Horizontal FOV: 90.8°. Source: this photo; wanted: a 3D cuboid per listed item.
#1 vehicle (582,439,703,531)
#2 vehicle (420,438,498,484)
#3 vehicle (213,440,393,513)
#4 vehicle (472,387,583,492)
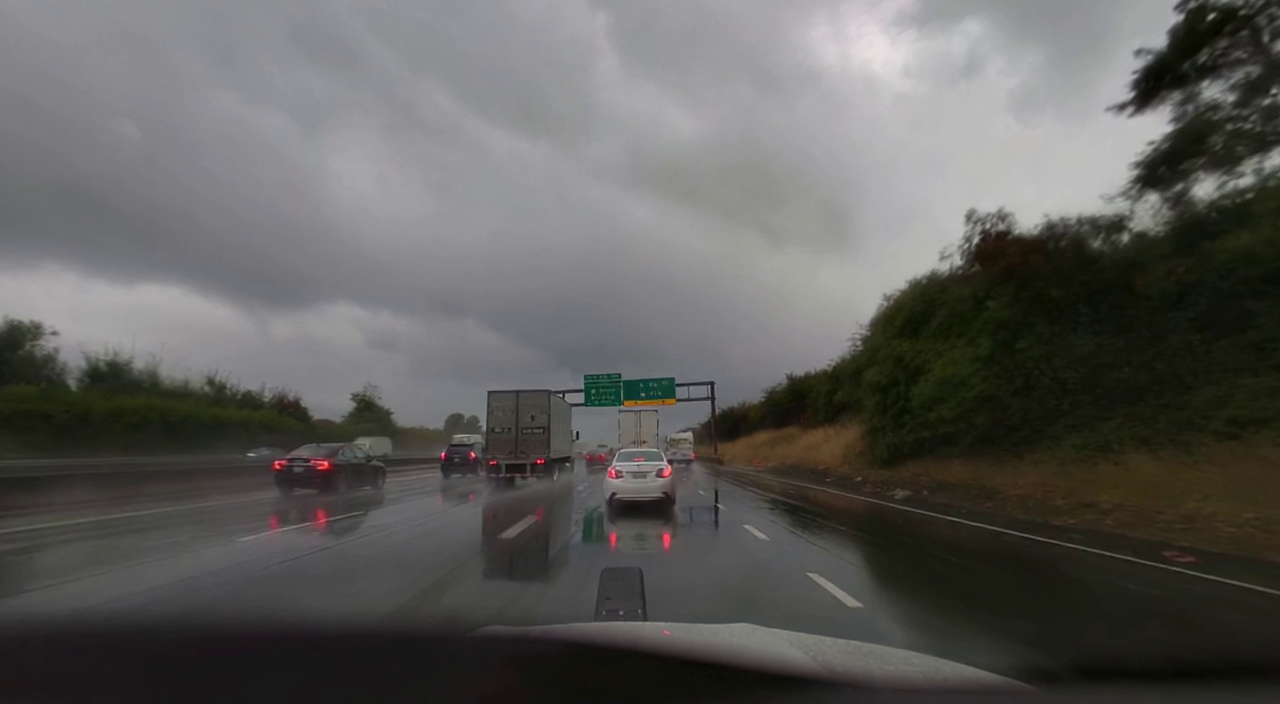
[{"bbox_3d":[0.010,2.472,12.229,1.995,1.495,3.380,0,-9,-1],"label":"vehicle"},{"bbox_3d":[-7.558,4.575,26.787,1.952,1.746,4.332,-1,-9,1],"label":"vehicle"},{"bbox_3d":[-8.037,2.994,15.690,1.879,1.521,4.623,-1,-9,1],"label":"vehicle"},{"bbox_3d":[-3.931,3.381,23.992,2.812,3.342,7.248,-1,-9,1],"label":"vehicle"}]
